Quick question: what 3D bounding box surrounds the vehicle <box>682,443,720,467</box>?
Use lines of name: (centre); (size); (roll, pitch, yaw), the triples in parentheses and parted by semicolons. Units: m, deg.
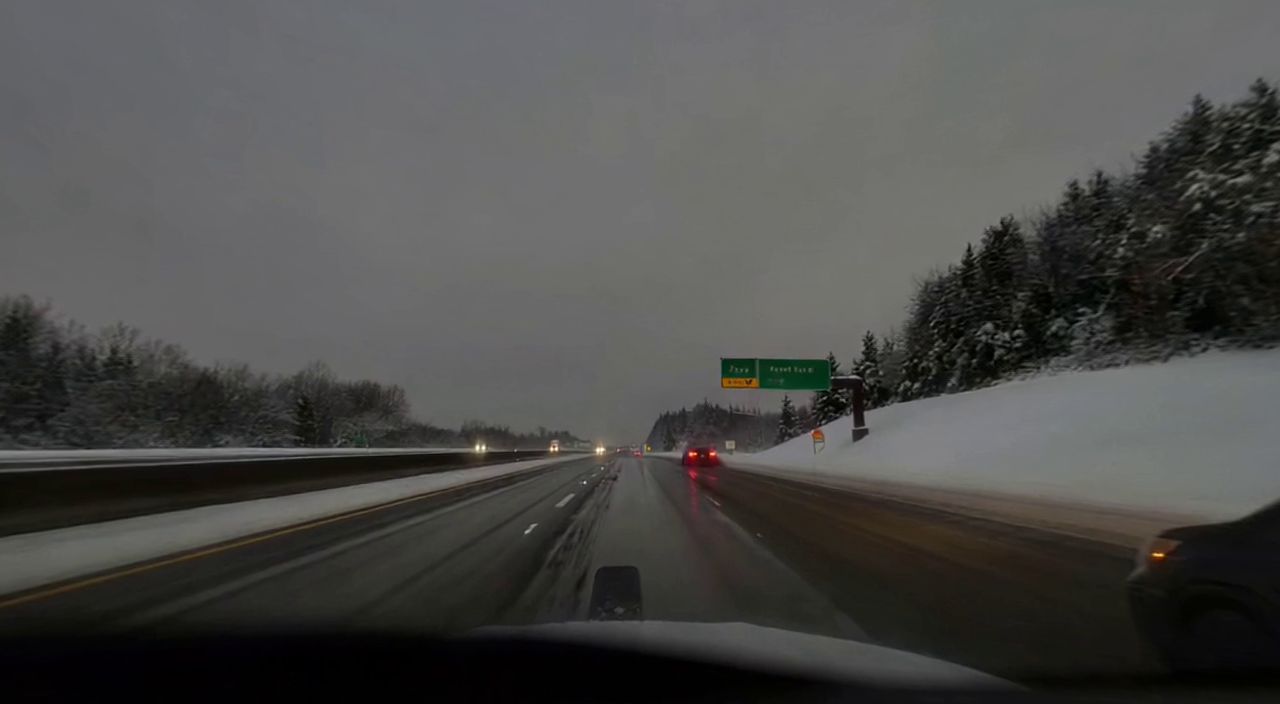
vehicle: (4.008, 6.834, 41.796); (1.984, 1.540, 3.973); (0, -9, -2)

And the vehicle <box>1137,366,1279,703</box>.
vehicle: (3.834, 0.641, 1.276); (2.058, 1.613, 4.275); (0, -9, -1)
